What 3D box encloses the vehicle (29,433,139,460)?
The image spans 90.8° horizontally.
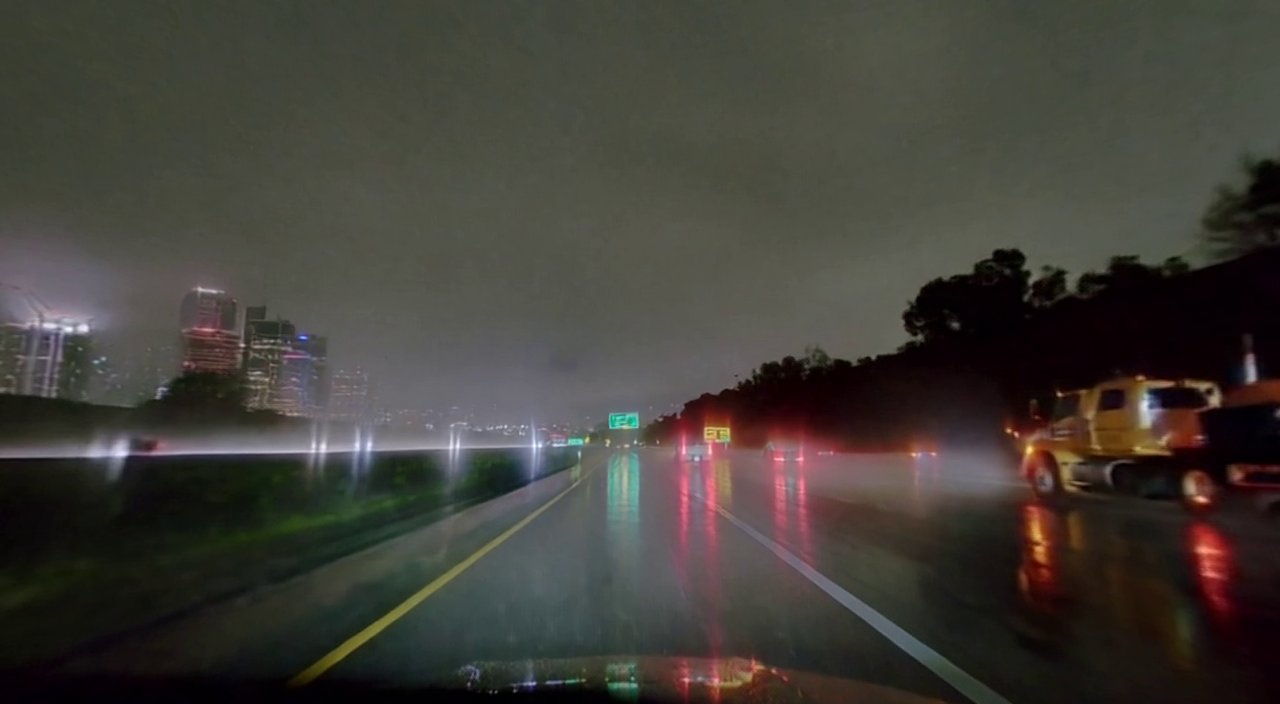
[{"bbox_3d":[-34.801,5.948,39.794,2.174,1.571,5.284,0,-8,-2],"label":"vehicle"}]

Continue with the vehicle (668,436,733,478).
[{"bbox_3d":[2.646,4.766,28.903,2.305,1.729,4.526,0,-8,-3],"label":"vehicle"}]

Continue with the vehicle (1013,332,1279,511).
[{"bbox_3d":[14.382,2.005,16.762,3.034,3.572,9.491,0,-8,-1],"label":"vehicle"}]
